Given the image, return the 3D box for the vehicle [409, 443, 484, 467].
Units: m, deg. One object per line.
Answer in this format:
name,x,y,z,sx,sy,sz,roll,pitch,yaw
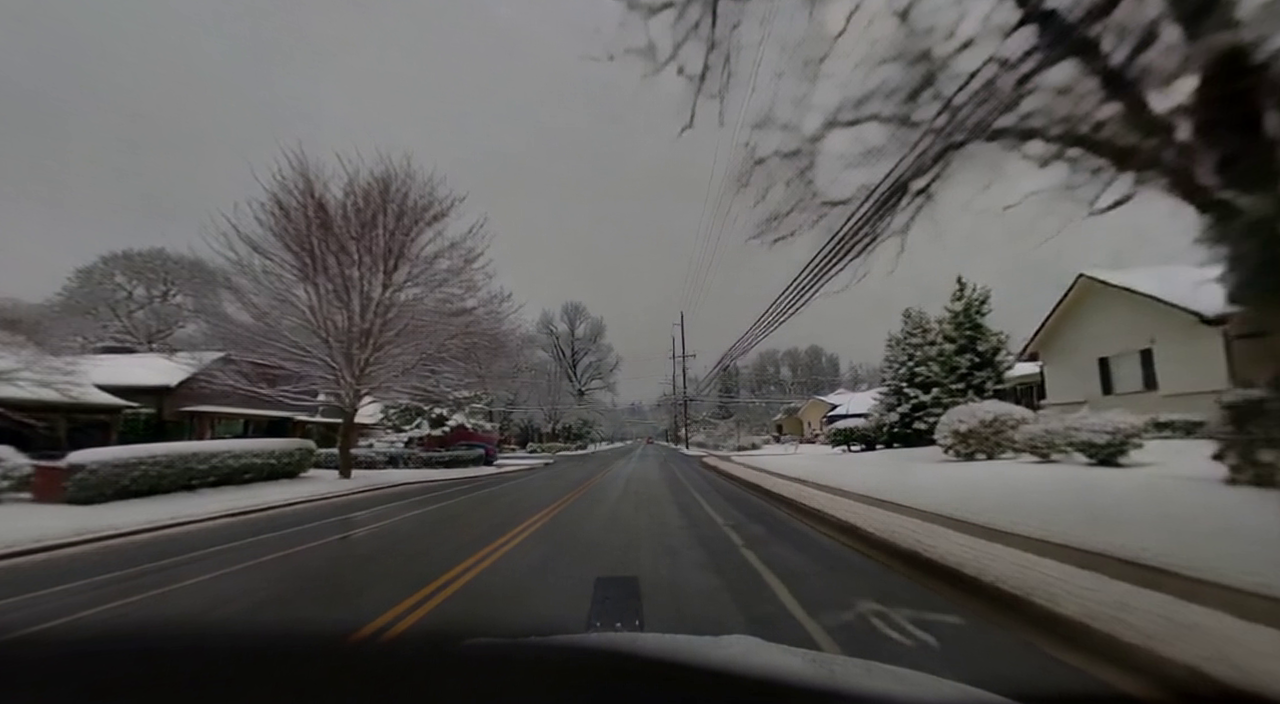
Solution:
vehicle,-13.627,7.264,44.721,4.554,1.535,2.261,0,-8,-2
